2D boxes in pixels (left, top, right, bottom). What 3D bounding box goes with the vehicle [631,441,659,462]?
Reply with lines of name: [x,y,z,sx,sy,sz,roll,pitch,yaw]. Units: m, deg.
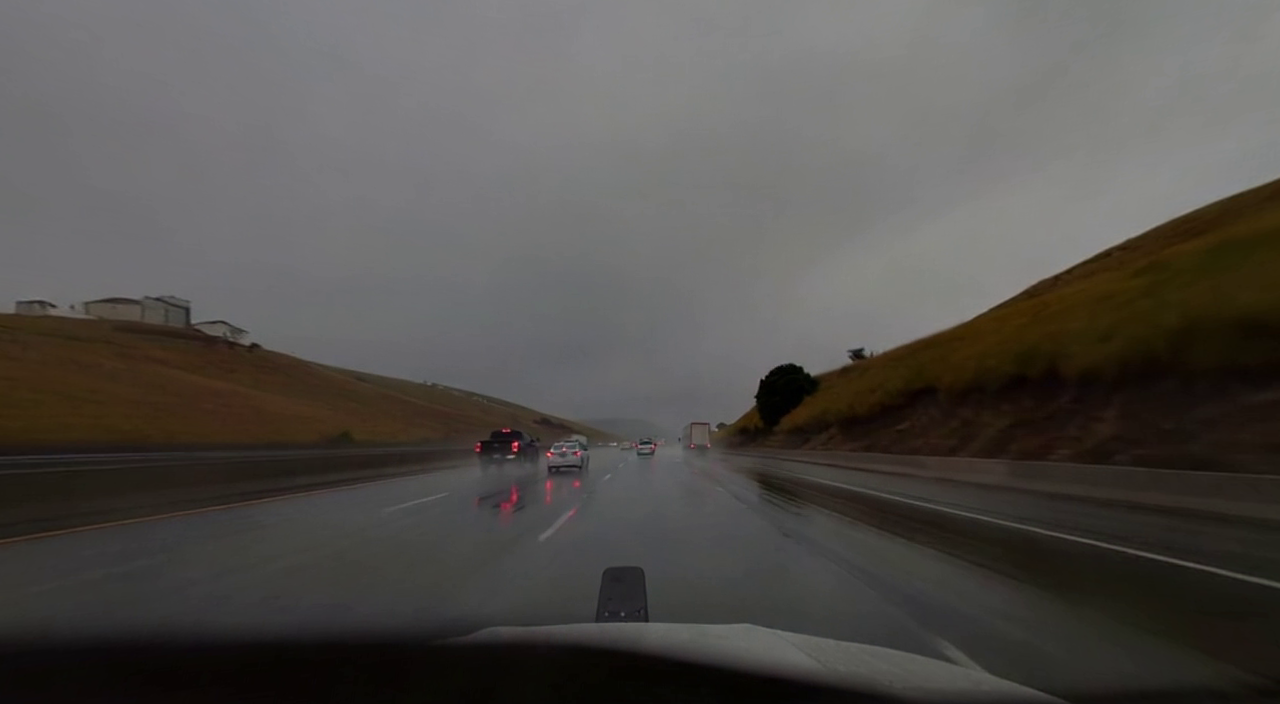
vehicle: [0.399,7.622,48.524,2.031,1.566,3.904,0,-8,1]

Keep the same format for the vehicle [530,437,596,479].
vehicle: [-3.040,4.326,25.916,2.091,1.552,4.516,0,-8,1]

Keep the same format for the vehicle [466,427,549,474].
vehicle: [-6.404,4.877,31.459,2.589,2.063,6.206,0,-8,2]
